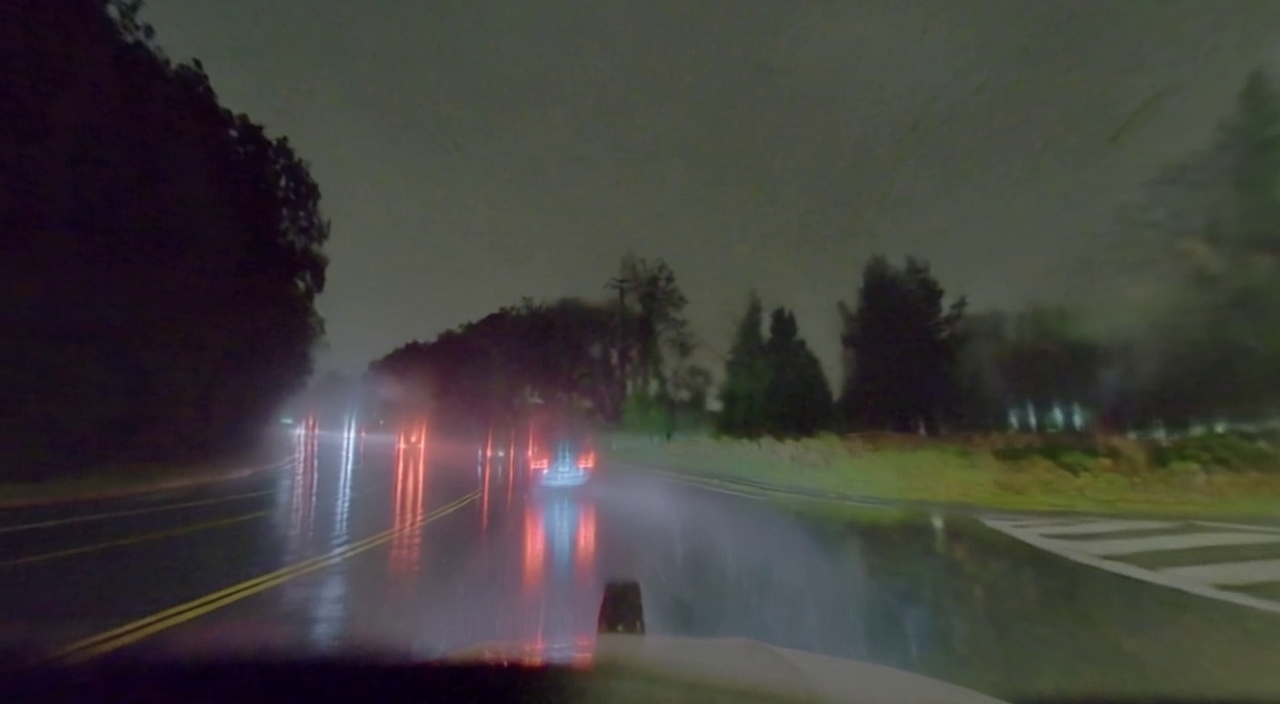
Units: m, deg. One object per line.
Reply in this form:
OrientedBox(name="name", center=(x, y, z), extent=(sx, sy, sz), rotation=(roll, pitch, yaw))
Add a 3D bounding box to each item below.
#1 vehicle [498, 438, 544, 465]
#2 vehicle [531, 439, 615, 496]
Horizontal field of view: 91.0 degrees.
OrientedBox(name="vehicle", center=(-7.226, 5.971, 37.876), extent=(2.080, 1.530, 3.719), rotation=(3, -9, -20))
OrientedBox(name="vehicle", center=(-2.147, 3.474, 19.353), extent=(2.296, 1.510, 4.068), rotation=(1, -9, -9))
